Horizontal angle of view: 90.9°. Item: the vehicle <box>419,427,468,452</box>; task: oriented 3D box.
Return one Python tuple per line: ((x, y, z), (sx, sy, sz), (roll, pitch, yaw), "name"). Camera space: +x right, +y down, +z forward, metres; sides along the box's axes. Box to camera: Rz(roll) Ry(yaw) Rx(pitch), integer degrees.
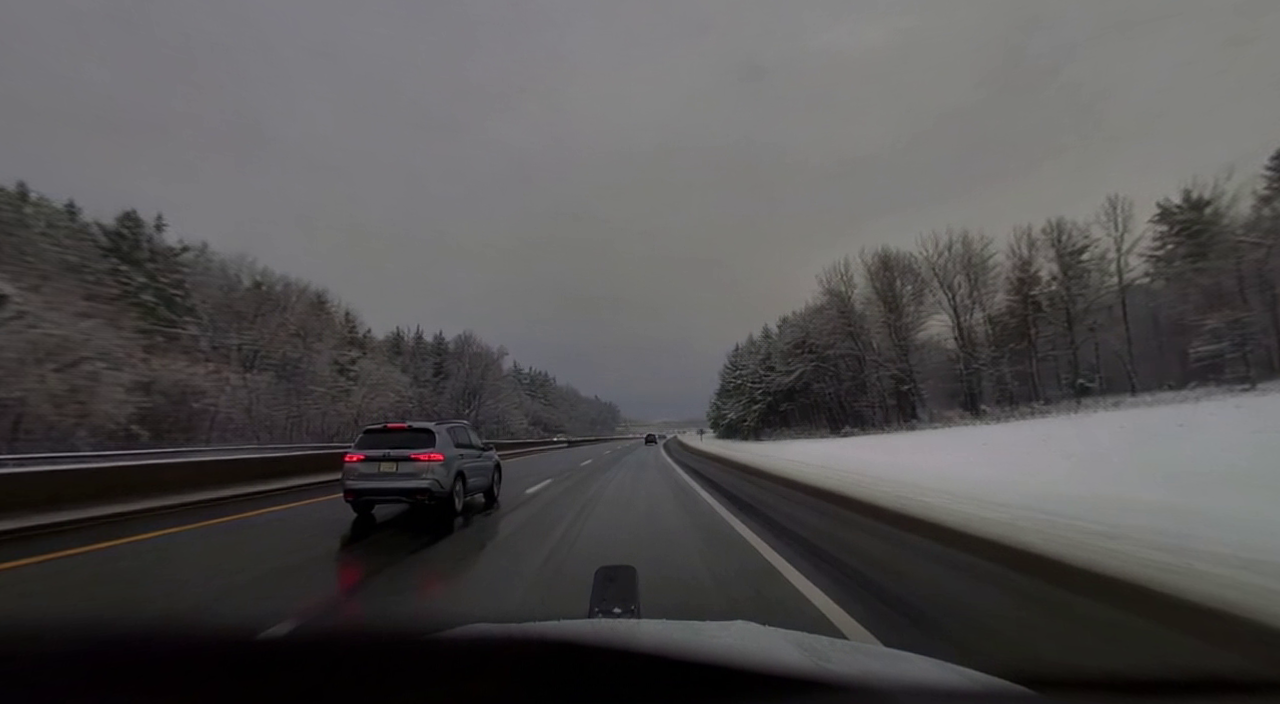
((-15.397, 6.855, 49.679), (2.120, 1.862, 5.124), (0, -8, 1), "vehicle")
